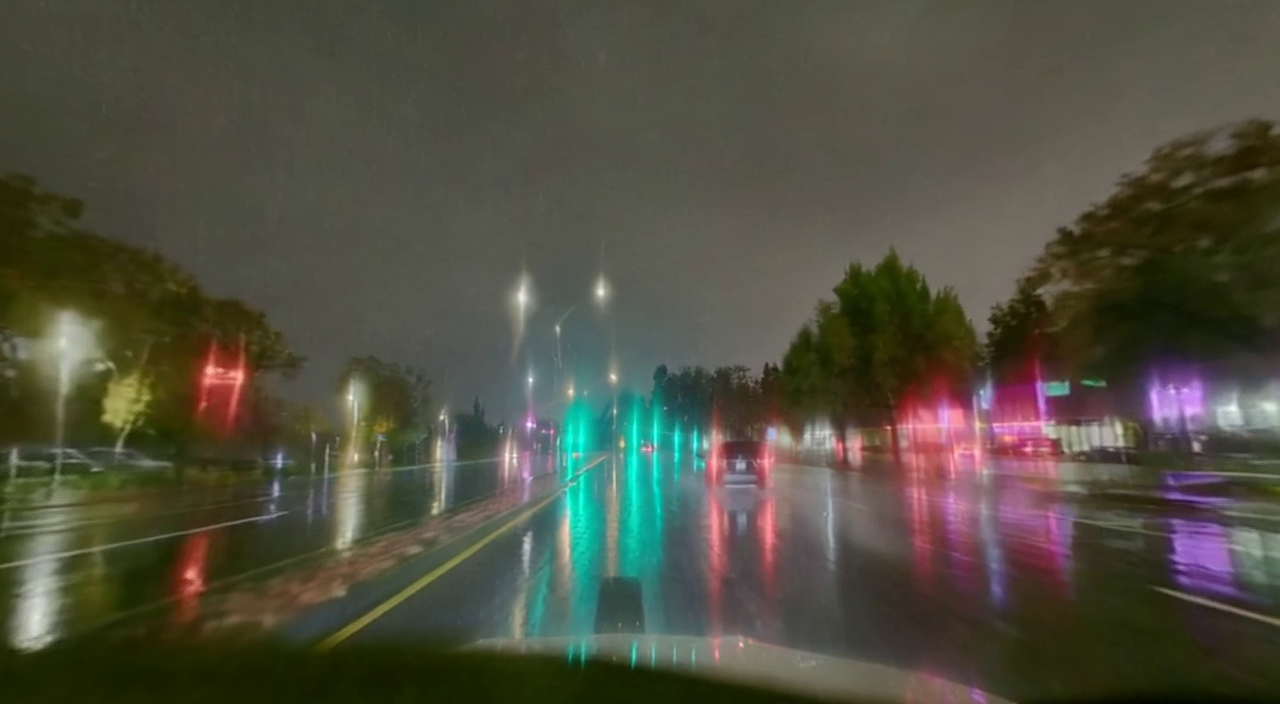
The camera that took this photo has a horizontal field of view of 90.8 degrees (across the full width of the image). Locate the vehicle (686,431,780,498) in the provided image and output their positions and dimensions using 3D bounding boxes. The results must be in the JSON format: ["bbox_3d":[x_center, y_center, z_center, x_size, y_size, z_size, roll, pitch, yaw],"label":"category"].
[{"bbox_3d":[2.528,3.189,18.316,1.963,1.677,4.229,0,-8,-2],"label":"vehicle"}]

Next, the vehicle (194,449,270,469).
[{"bbox_3d":[-29.543,7.755,45.810,4.215,1.415,1.843,0,-8,-1],"label":"vehicle"}]

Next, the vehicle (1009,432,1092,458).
[{"bbox_3d":[32.080,7.262,49.452,4.867,1.962,2.172,0,-8,0],"label":"vehicle"}]

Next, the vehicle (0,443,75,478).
[{"bbox_3d":[-29.546,5.064,29.412,4.545,1.531,1.947,-2,-9,0],"label":"vehicle"}]
